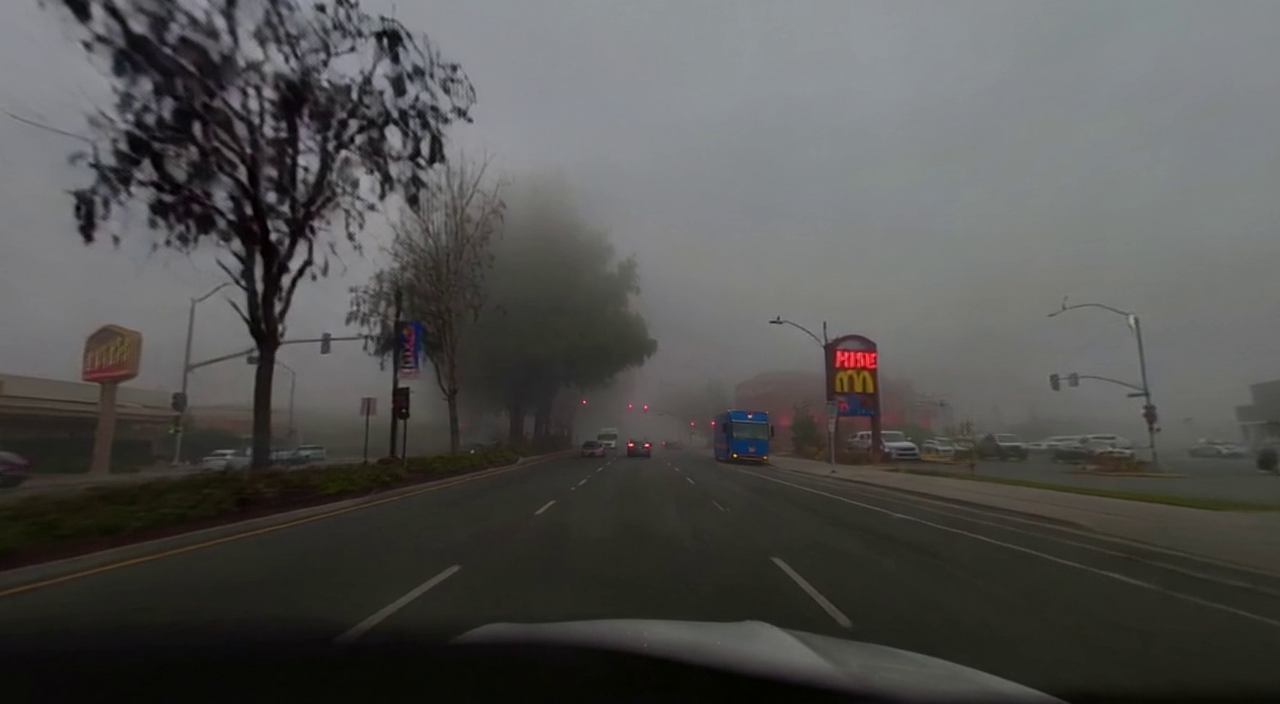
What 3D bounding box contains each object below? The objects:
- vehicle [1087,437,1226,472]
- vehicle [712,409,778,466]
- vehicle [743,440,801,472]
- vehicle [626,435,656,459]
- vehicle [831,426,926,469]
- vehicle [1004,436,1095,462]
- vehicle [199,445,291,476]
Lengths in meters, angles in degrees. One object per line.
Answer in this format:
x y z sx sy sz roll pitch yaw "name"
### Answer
23.934 4.767 29.504 4.744 1.481 1.855 -6 -10 33 "vehicle"
6.727 5.662 41.625 2.891 3.361 7.843 0 -8 0 "vehicle"
6.673 5.295 32.328 1.980 1.473 4.537 0 -8 0 "vehicle"
0.091 7.246 48.154 2.209 1.718 4.008 -1 -8 1 "vehicle"
13.643 5.413 35.905 5.354 2.214 2.504 6 -11 -38 "vehicle"
25.969 6.196 40.199 4.545 1.571 1.769 -4 -9 25 "vehicle"
-22.862 6.254 36.755 1.936 1.654 4.857 -1 -8 4 "vehicle"
